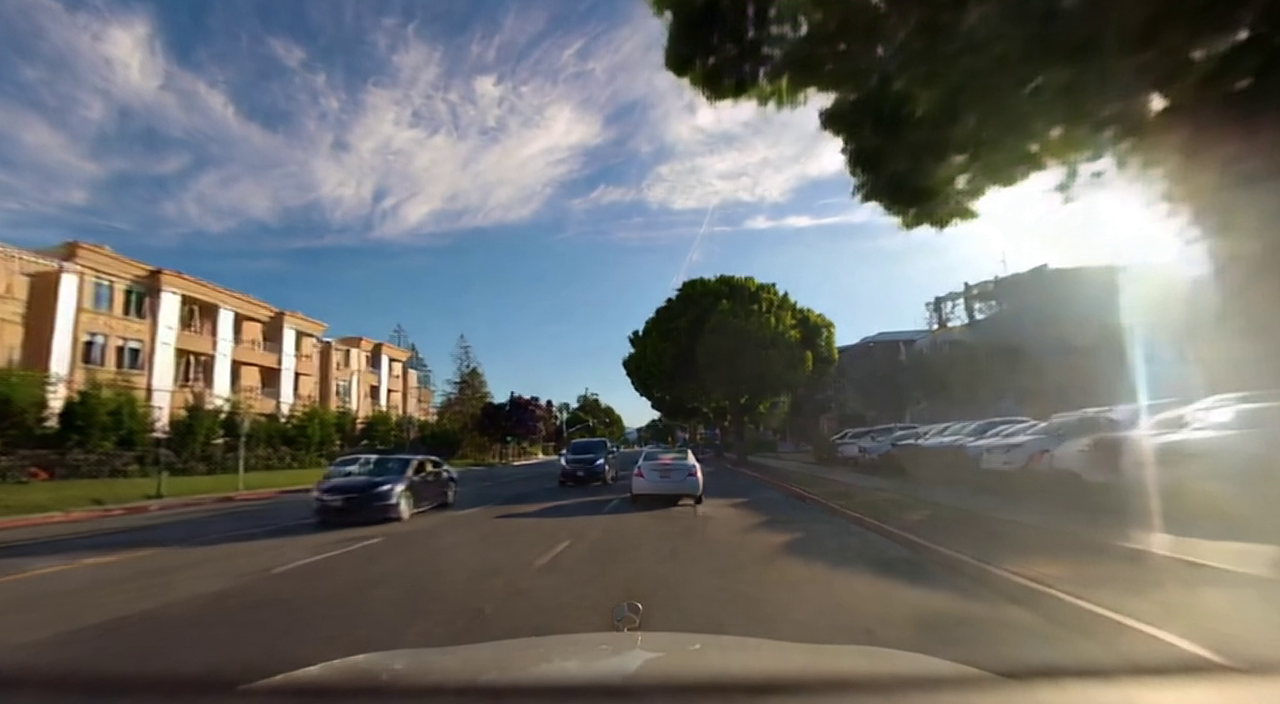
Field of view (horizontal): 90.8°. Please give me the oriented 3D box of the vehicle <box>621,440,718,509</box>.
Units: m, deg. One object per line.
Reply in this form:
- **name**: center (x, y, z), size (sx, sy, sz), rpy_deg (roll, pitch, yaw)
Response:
- **vehicle**: center (0.769, 2.991, 15.978), size (2.116, 1.479, 4.358), rpy_deg (-1, -8, 3)

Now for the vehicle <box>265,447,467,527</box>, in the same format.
- **vehicle**: center (-5.778, 2.877, 14.166), size (2.170, 1.465, 4.648), rpy_deg (-1, -9, 4)

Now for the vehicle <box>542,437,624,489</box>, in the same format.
- **vehicle**: center (-1.964, 4.063, 23.473), size (2.294, 1.695, 4.792), rpy_deg (-1, -8, 4)
